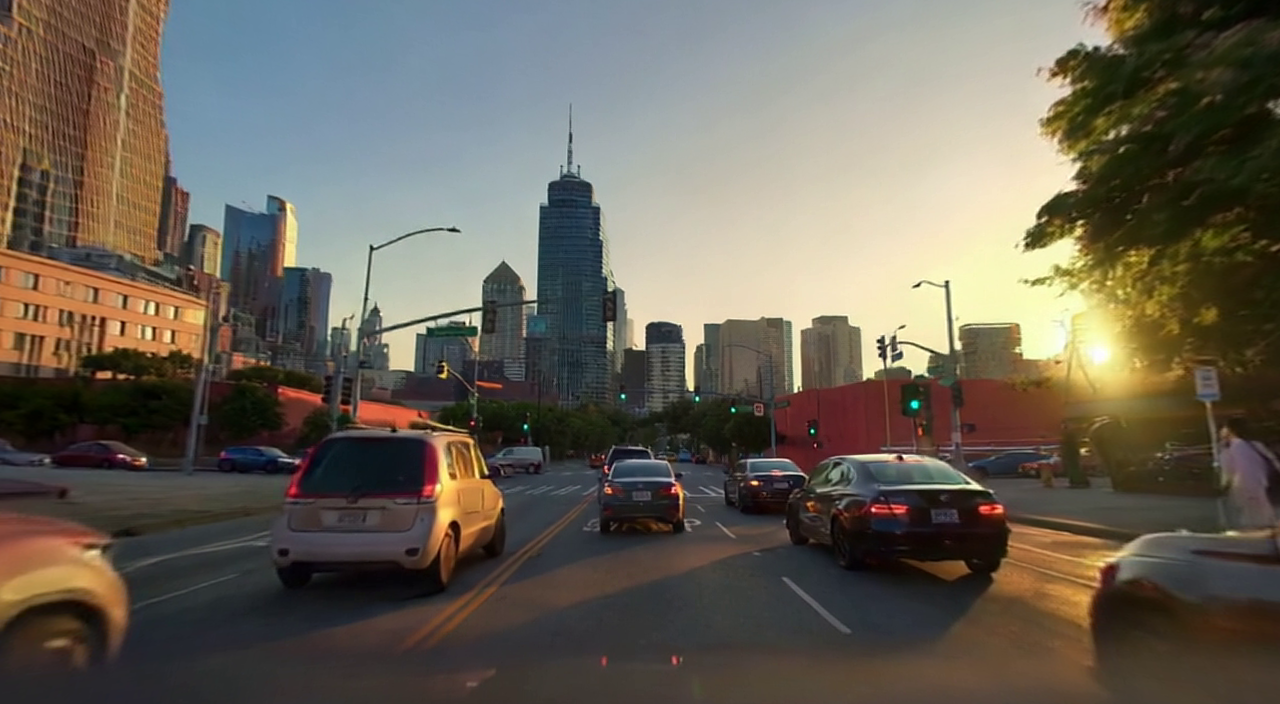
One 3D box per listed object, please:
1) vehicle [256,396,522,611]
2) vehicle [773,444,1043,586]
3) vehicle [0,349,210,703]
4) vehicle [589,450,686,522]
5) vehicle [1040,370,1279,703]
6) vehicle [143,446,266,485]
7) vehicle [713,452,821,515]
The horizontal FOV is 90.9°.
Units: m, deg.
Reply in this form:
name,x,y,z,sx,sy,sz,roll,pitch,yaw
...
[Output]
name,x,y,z,sx,sy,sz,roll,pitch,yaw
vehicle,-2.767,1.719,7.992,1.683,2.039,3.703,0,-8,2
vehicle,3.440,2.140,9.282,1.973,1.537,4.533,0,-8,0
vehicle,-3.412,0.710,1.291,2.046,1.744,4.407,0,-8,-2
vehicle,-0.076,3.114,15.198,2.031,1.461,3.763,0,-8,-1
vehicle,3.254,0.752,1.219,2.179,1.631,4.173,0,-8,0
vehicle,-20.247,5.263,29.469,4.271,1.705,1.941,0,-8,1
vehicle,3.364,3.565,17.636,1.942,1.443,4.468,0,-8,-2
